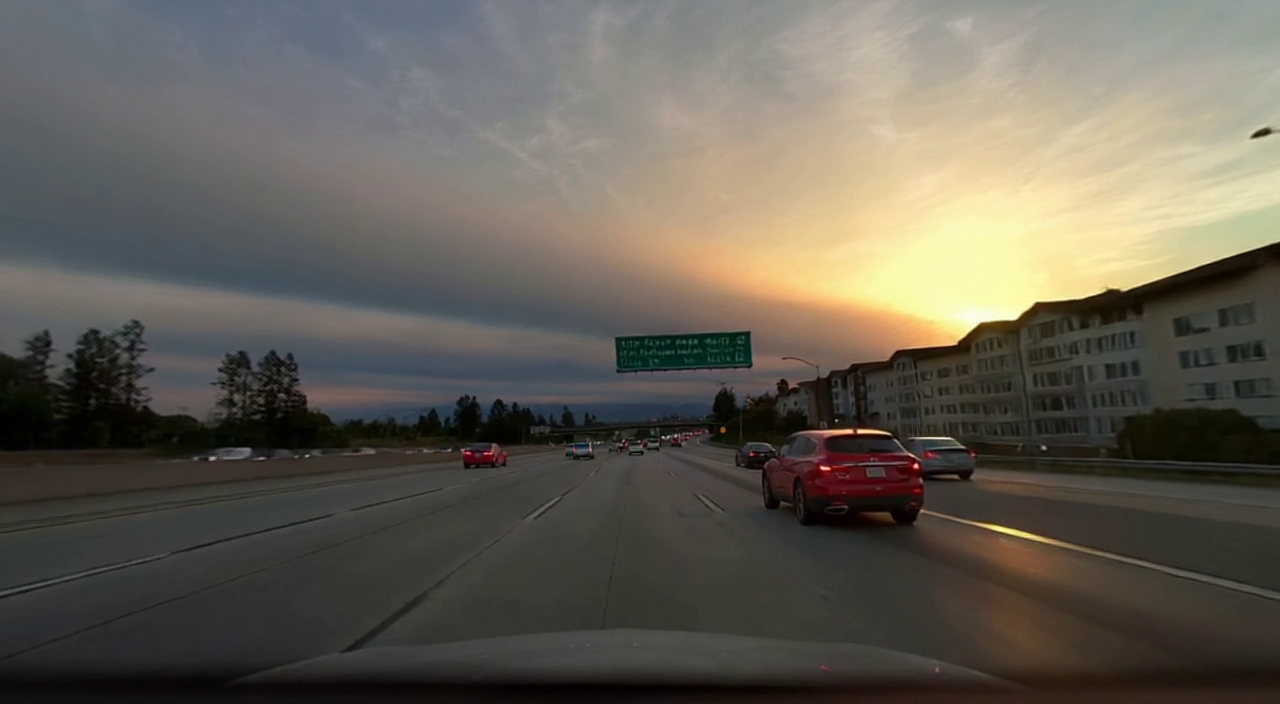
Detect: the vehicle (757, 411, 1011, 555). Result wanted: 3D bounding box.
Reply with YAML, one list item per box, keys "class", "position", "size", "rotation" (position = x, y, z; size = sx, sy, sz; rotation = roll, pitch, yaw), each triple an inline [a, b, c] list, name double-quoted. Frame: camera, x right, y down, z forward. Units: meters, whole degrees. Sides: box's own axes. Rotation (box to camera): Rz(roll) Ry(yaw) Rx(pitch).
- class: "vehicle"
  position: [3.311, 1.885, 9.711]
  size: [2.080, 1.694, 4.286]
  rotation: [0, -9, -1]

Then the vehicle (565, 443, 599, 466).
- class: "vehicle"
  position: [-3.896, 6.977, 43.150]
  size: [2.002, 1.466, 4.378]
  rotation: [0, -9, -1]

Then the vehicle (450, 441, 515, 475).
- class: "vehicle"
  position: [-7.586, 5.144, 30.904]
  size: [2.021, 1.496, 4.495]
  rotation: [0, -9, 0]
